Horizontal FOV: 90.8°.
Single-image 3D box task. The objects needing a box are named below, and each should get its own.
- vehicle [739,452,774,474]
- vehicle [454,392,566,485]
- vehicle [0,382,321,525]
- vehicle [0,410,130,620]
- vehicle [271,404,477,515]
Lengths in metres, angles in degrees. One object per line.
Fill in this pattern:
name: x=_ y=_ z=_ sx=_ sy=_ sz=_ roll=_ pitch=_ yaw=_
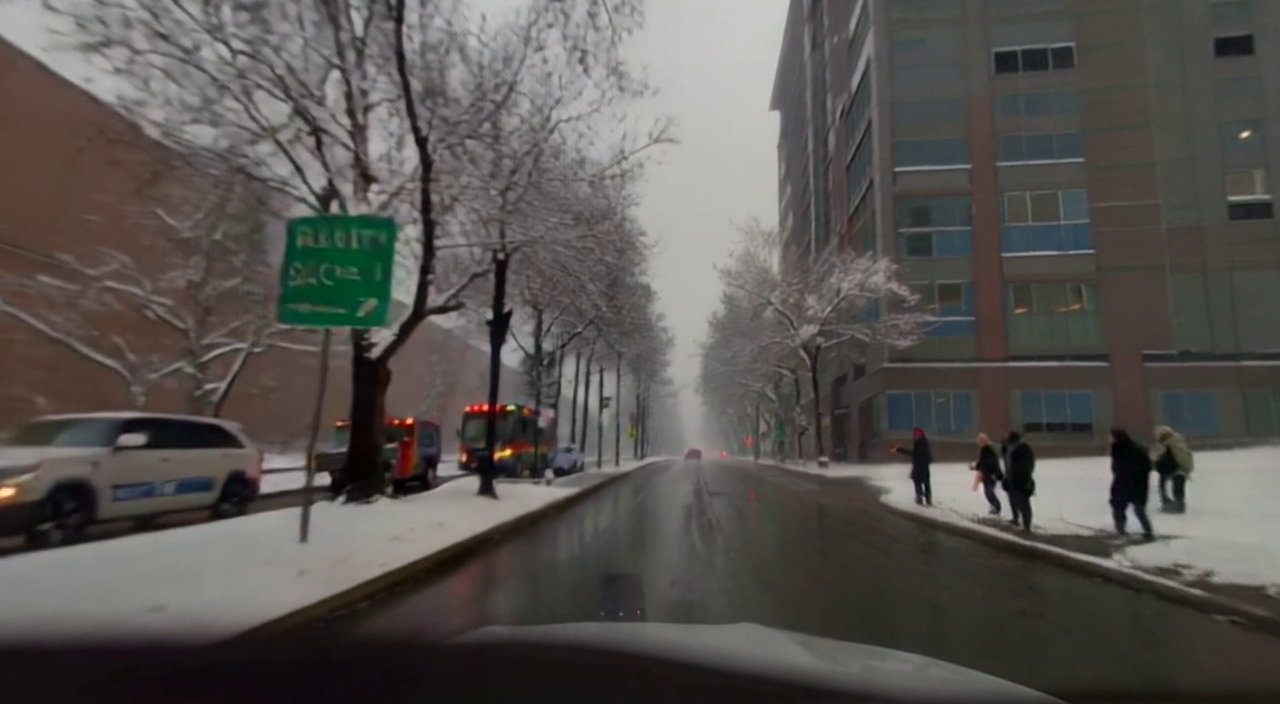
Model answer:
vehicle: x=8.507 y=8.116 z=46.376 sx=1.888 sy=1.536 sz=4.381 roll=-1 pitch=-9 yaw=2
vehicle: x=-4.133 y=2.971 z=21.368 sx=2.268 sy=2.708 sz=5.699 roll=-1 pitch=-9 yaw=4
vehicle: x=-7.924 y=1.962 z=10.871 sx=2.109 sy=1.819 sz=4.615 roll=2 pitch=-15 yaw=4
vehicle: x=-5.583 y=0.975 z=3.262 sx=1.826 sy=1.488 sz=4.628 roll=-1 pitch=-9 yaw=4
vehicle: x=-5.092 y=2.167 z=12.987 sx=1.988 sy=1.855 sz=4.599 roll=-1 pitch=-9 yaw=4
